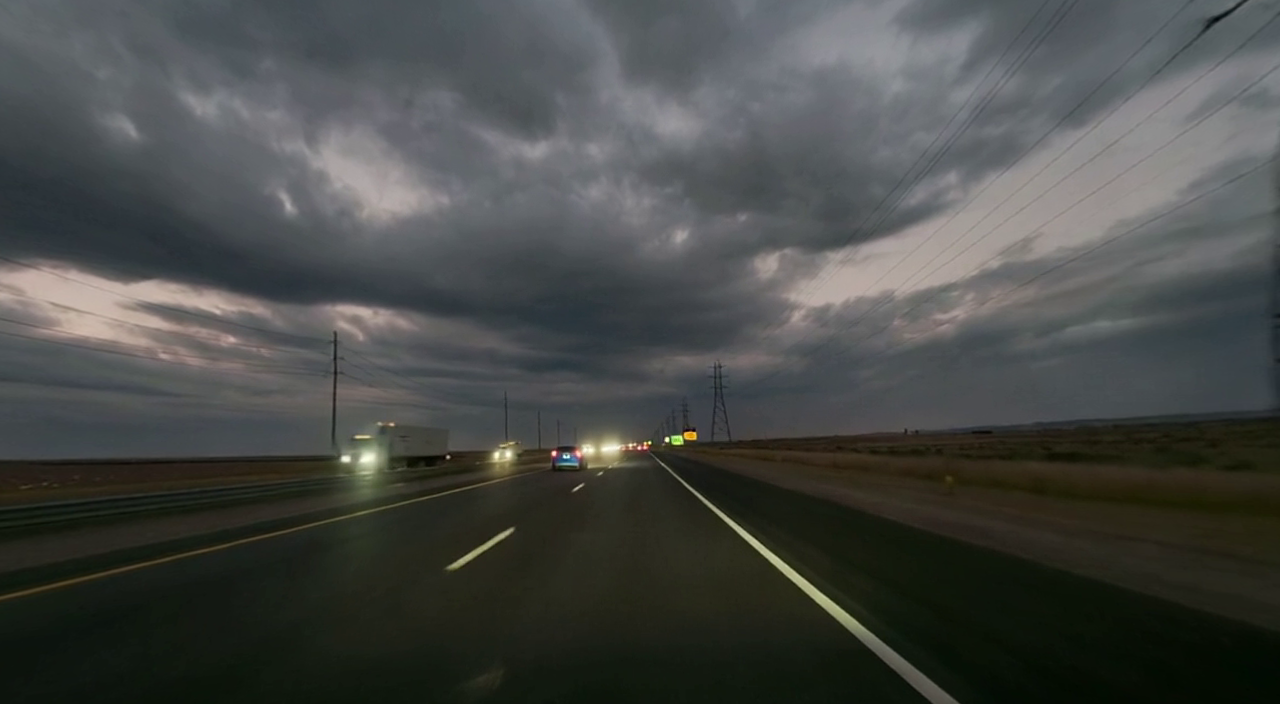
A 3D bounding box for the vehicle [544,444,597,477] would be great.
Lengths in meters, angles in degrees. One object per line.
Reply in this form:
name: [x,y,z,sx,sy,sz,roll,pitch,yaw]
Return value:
vehicle: [-3.424,5.443,31.914,2.106,1.543,4.465,0,-9,1]
